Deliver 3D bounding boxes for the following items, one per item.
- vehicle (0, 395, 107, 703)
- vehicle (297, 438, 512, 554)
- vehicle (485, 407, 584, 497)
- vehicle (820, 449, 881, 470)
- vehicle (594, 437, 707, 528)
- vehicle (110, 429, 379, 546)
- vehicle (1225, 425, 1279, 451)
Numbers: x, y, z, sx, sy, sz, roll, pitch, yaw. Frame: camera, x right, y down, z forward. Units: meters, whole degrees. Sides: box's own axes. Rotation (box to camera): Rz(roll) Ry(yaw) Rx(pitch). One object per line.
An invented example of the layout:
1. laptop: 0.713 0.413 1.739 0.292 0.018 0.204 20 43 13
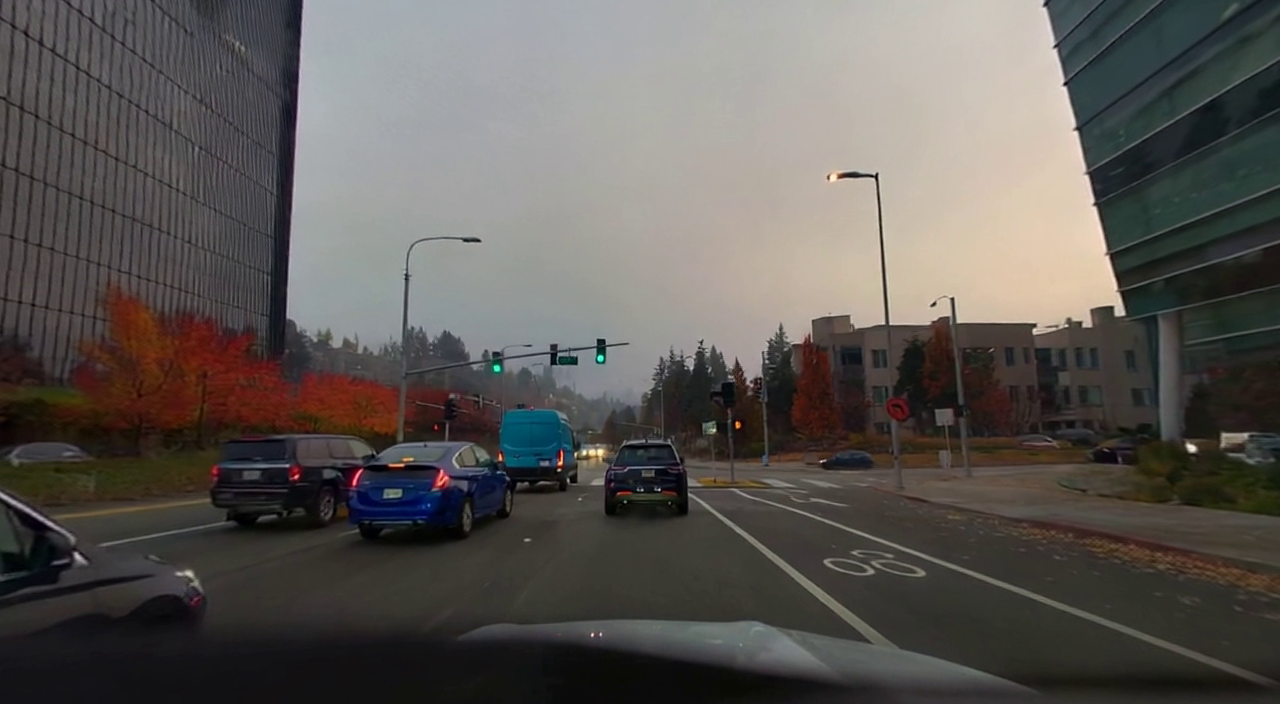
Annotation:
1. vehicle: -2.906 0.641 0.303 1.893 1.491 3.798 0 -9 1
2. vehicle: -3.558 2.237 10.454 1.955 1.499 4.223 0 -9 0
3. vehicle: -3.363 3.385 21.356 2.343 2.635 5.684 0 -9 0
4. vehicle: 16.174 8.255 48.249 3.988 1.518 1.824 0 -9 -2
5. vehicle: 0.204 2.594 12.927 1.979 1.562 3.630 -1 -9 1
6. vehicle: -6.809 2.358 11.549 2.022 1.706 4.336 -1 -9 1
7. vehicle: 37.459 5.213 37.844 1.754 1.501 3.833 -4 -10 23
